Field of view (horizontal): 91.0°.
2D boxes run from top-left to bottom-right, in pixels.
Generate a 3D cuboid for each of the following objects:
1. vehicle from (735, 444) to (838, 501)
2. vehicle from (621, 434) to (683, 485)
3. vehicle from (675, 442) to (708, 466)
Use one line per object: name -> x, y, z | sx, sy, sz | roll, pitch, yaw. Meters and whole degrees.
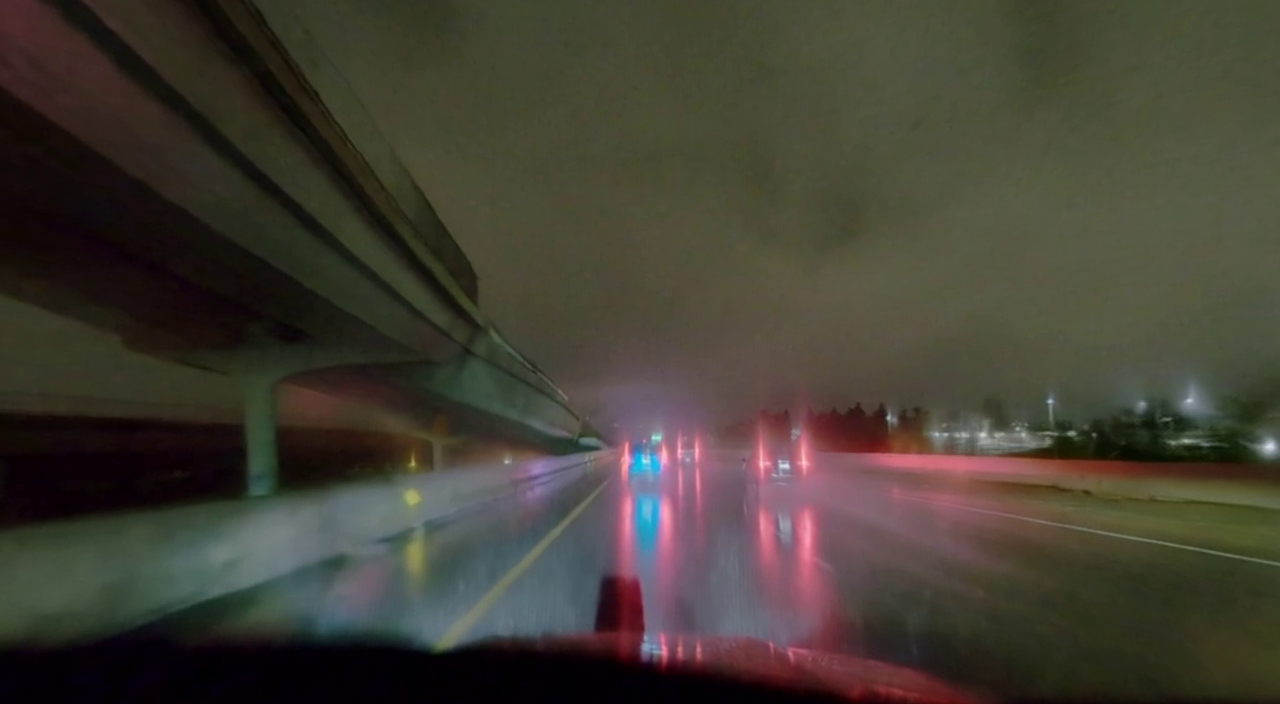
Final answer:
vehicle -> 4.284, 3.566, 19.077 | 2.047, 1.500, 4.017 | 1, -9, -2
vehicle -> 0.425, 4.278, 25.301 | 2.264, 1.841, 4.583 | 0, -9, 0
vehicle -> 3.800, 7.608, 46.954 | 2.047, 1.700, 4.069 | 0, -9, -1
